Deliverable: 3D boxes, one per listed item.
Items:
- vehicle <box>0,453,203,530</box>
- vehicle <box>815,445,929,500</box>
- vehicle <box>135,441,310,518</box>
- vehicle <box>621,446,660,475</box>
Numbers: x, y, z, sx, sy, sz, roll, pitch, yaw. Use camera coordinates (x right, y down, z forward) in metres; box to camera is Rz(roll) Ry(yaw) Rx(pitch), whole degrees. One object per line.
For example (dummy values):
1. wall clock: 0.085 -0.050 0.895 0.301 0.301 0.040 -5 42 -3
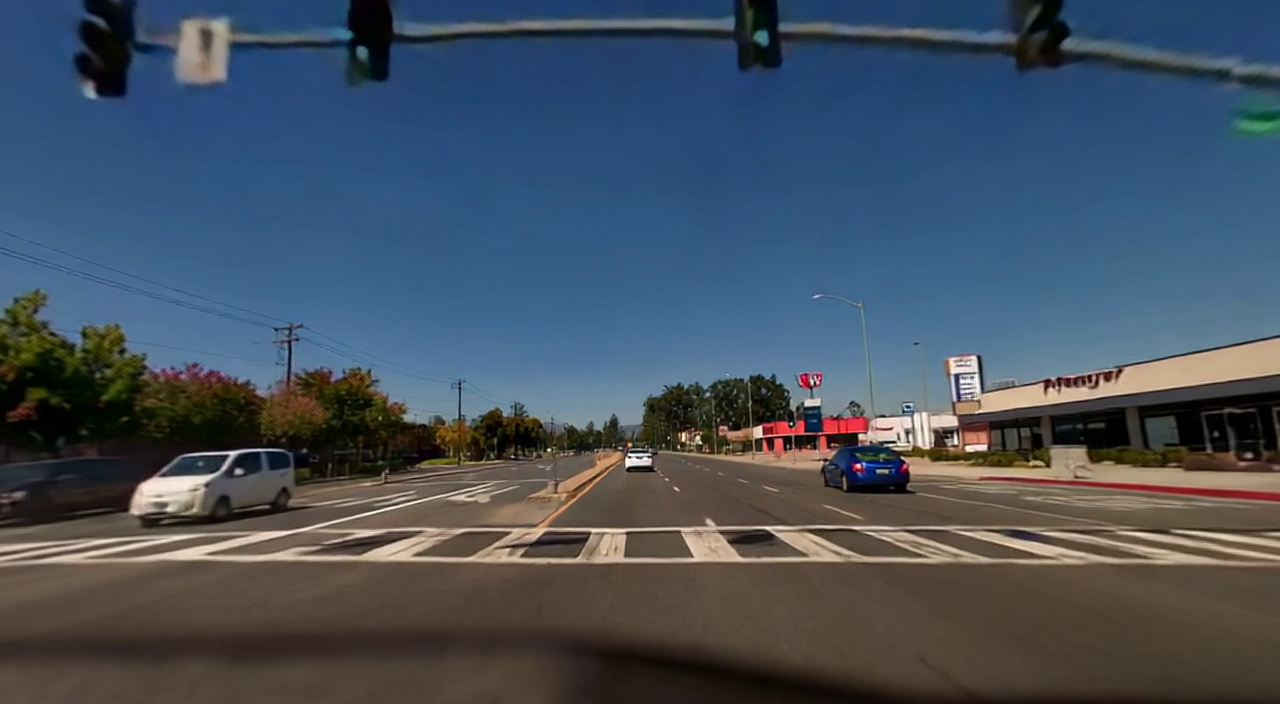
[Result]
1. vehicle: -14.560 3.631 17.117 2.003 1.696 4.860 0 -8 -1
2. vehicle: 6.788 3.529 18.994 1.849 1.464 4.119 0 -8 0
3. vehicle: -10.913 3.315 16.962 1.911 1.779 4.067 0 -8 -1
4. vehicle: -0.041 5.927 34.829 2.027 1.494 3.942 0 -8 -1
